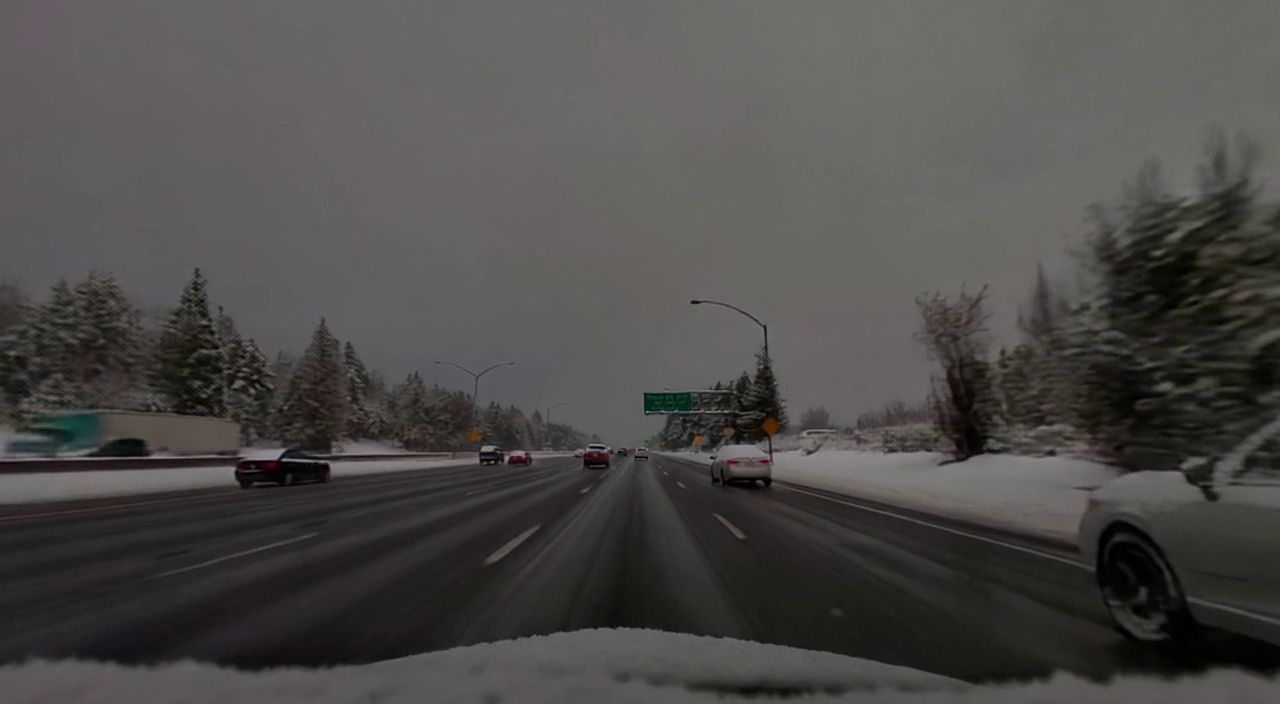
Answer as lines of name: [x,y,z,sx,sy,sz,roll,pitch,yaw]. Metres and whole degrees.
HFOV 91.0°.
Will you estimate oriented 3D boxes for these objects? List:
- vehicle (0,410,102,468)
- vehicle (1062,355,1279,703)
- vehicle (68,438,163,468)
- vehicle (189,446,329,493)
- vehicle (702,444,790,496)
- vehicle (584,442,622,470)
vehicle: [-39.352,5.614,40.912,2.918,3.456,6.334,1,-8,0]
vehicle: [4.372,0.785,2.388,2.218,1.776,4.807,0,-9,1]
vehicle: [-28.102,5.408,33.918,1.713,1.511,3.883,0,-8,0]
vehicle: [-13.796,4.244,23.260,1.959,1.520,5.068,0,-9,0]
vehicle: [3.378,3.865,21.002,2.126,1.529,4.438,0,-9,-1]
vehicle: [-2.701,7.751,47.210,2.449,1.929,5.503,0,-9,0]
